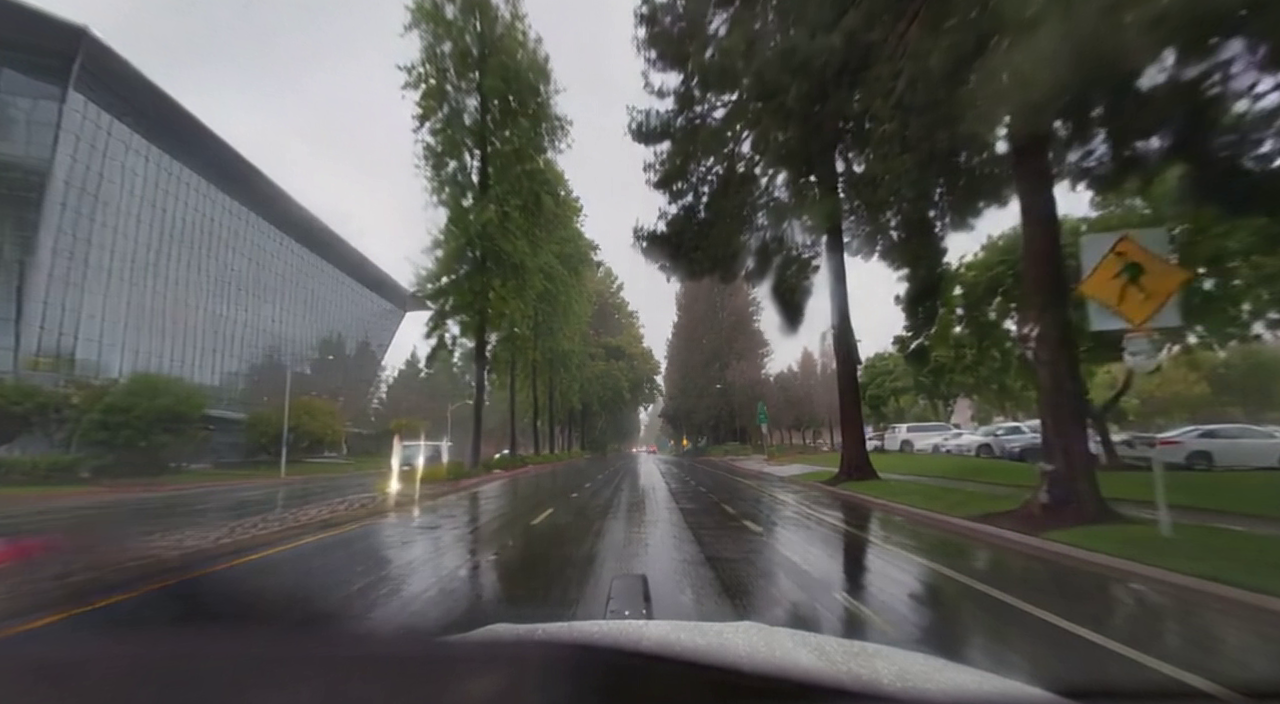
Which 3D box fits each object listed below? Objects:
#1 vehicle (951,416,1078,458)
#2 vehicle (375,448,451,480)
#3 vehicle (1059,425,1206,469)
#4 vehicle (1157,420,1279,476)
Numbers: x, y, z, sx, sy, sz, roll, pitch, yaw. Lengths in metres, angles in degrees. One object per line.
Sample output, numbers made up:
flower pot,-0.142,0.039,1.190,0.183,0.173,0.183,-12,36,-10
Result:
vehicle,15.389,3.507,26.042,3.935,1.487,2.018,-2,-7,-2
vehicle,-11.949,5.916,33.604,2.128,1.514,4.784,-1,-9,2
vehicle,16.389,3.180,21.092,3.410,1.368,1.789,0,-9,-4
vehicle,16.094,2.499,16.647,3.313,1.368,1.690,-1,-7,1
